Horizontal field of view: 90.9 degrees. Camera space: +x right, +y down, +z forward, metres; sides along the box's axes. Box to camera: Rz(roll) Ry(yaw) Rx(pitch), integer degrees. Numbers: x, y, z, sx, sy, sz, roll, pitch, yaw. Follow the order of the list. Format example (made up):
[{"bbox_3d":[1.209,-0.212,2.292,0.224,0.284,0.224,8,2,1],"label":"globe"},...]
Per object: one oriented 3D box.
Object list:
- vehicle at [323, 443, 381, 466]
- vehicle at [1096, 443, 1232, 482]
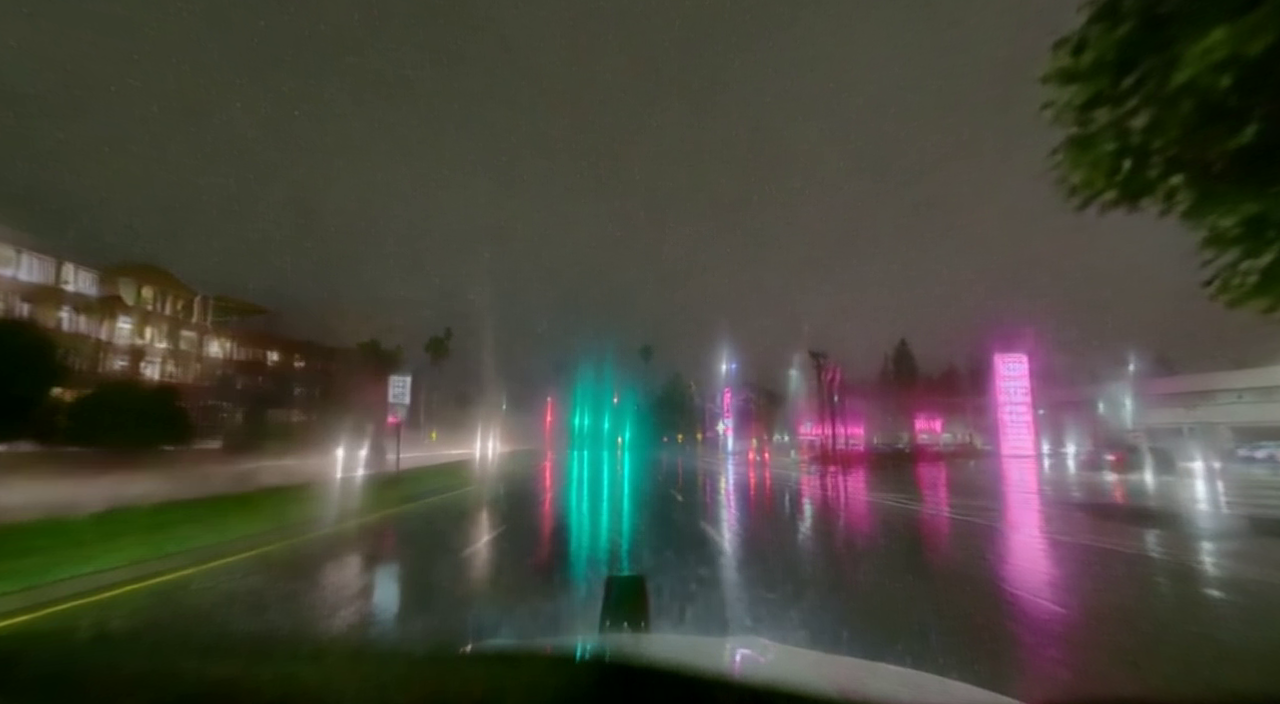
[{"bbox_3d":[-19.224,6.850,42.339,1.859,1.443,4.466,0,-8,-1],"label":"vehicle"},{"bbox_3d":[19.494,4.113,23.556,3.492,1.379,1.734,0,-9,-2],"label":"vehicle"}]
